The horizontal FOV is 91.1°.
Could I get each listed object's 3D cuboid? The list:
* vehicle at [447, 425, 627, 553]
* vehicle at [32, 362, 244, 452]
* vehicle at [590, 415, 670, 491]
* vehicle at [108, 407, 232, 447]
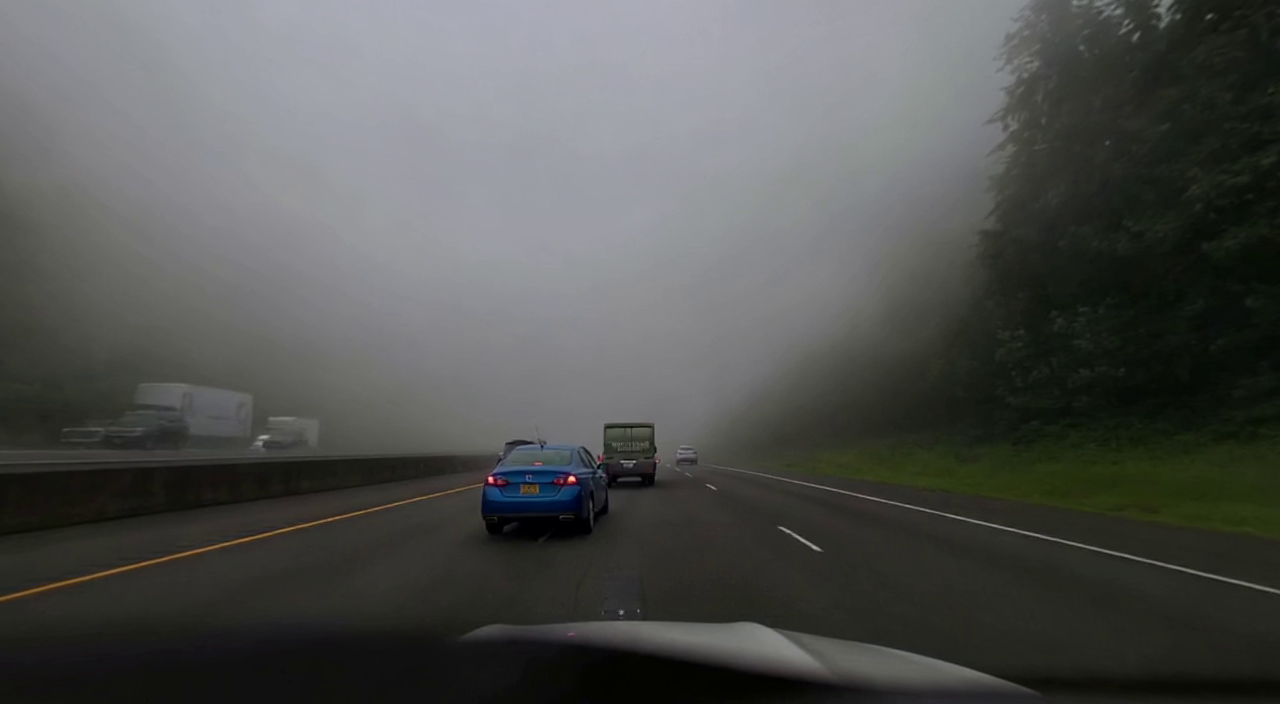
[{"bbox_3d":[-1.341,2.015,9.833,2.038,1.582,3.729,-1,-9,2],"label":"vehicle"},{"bbox_3d":[-24.899,3.128,32.291,3.187,3.945,9.848,0,-9,-4],"label":"vehicle"},{"bbox_3d":[-0.303,3.378,21.143,2.389,2.257,4.545,0,-9,0],"label":"vehicle"},{"bbox_3d":[-20.633,3.396,27.922,1.997,1.567,4.777,0,-9,-3],"label":"vehicle"}]
